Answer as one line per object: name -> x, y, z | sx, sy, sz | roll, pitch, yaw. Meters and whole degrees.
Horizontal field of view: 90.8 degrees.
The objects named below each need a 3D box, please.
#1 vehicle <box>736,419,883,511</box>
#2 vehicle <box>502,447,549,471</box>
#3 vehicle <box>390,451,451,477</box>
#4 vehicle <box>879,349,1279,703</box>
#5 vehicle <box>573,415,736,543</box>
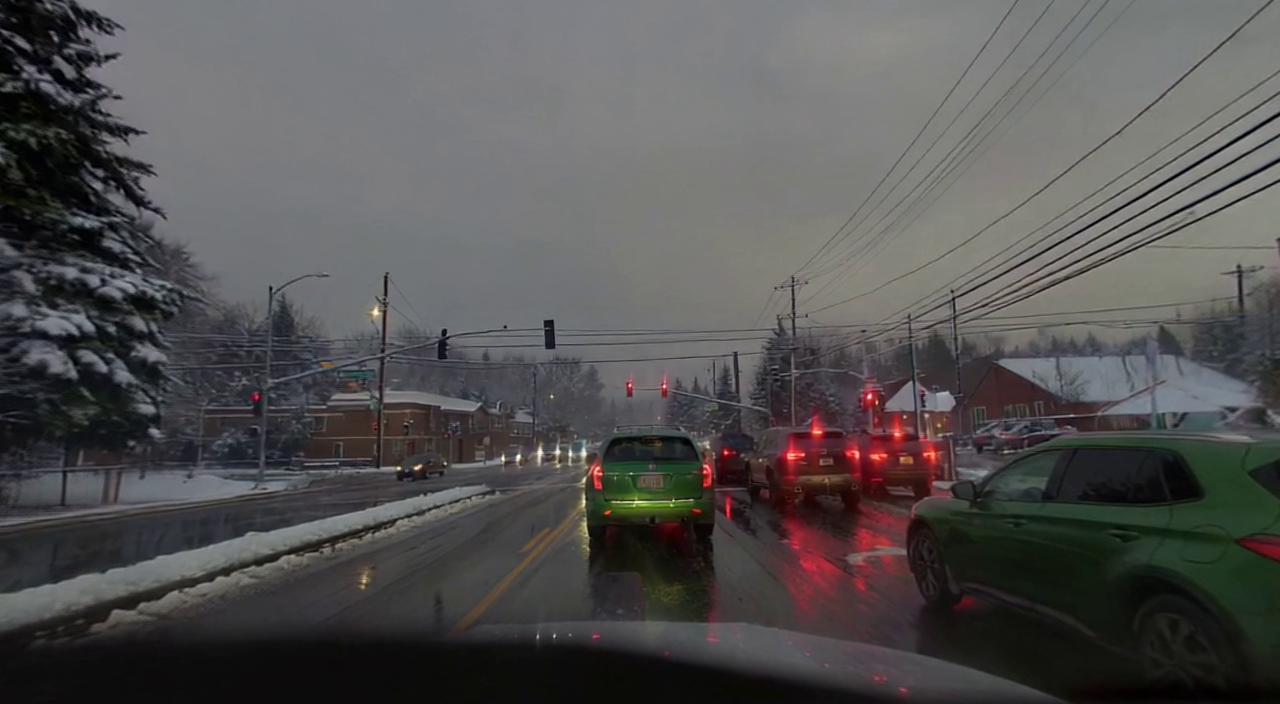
vehicle -> 3.697, 2.568, 14.809 | 2.060, 1.789, 4.712 | 0, -9, -1
vehicle -> -7.273, 6.837, 40.558 | 2.057, 1.461, 4.485 | 0, -9, 1
vehicle -> -13.568, 6.953, 39.344 | 2.045, 1.453, 4.624 | 0, -9, 1
vehicle -> 3.348, 1.064, 4.023 | 1.998, 1.620, 4.267 | 0, -9, 1
vehicle -> 0.190, 1.981, 10.386 | 2.149, 1.668, 3.962 | 0, -9, 0
